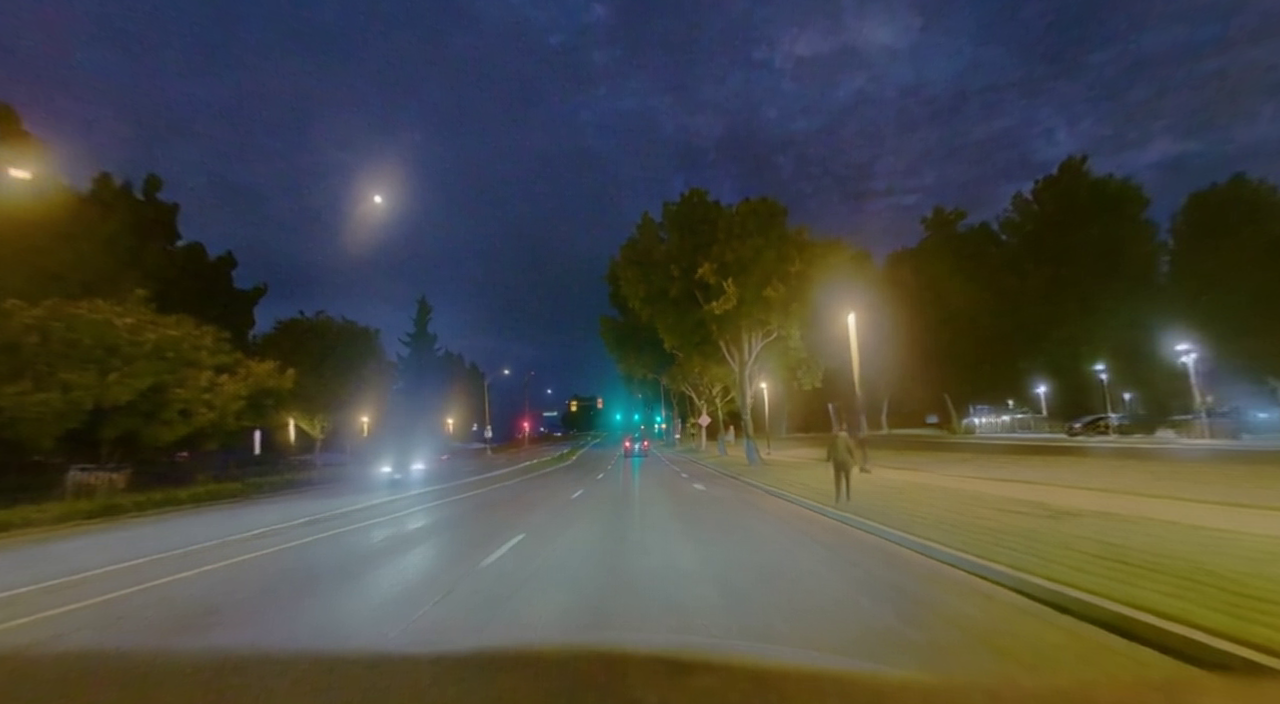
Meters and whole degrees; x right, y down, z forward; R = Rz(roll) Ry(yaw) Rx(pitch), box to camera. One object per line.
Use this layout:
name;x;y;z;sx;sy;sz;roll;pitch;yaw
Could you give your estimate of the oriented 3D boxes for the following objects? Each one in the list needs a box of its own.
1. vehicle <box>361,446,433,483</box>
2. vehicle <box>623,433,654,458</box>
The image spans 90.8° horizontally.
vehicle;-12.356;5.700;32.470;2.117;1.724;4.366;0;-8;-2
vehicle;-0.130;6.949;46.957;2.228;1.790;4.180;0;-8;-1
